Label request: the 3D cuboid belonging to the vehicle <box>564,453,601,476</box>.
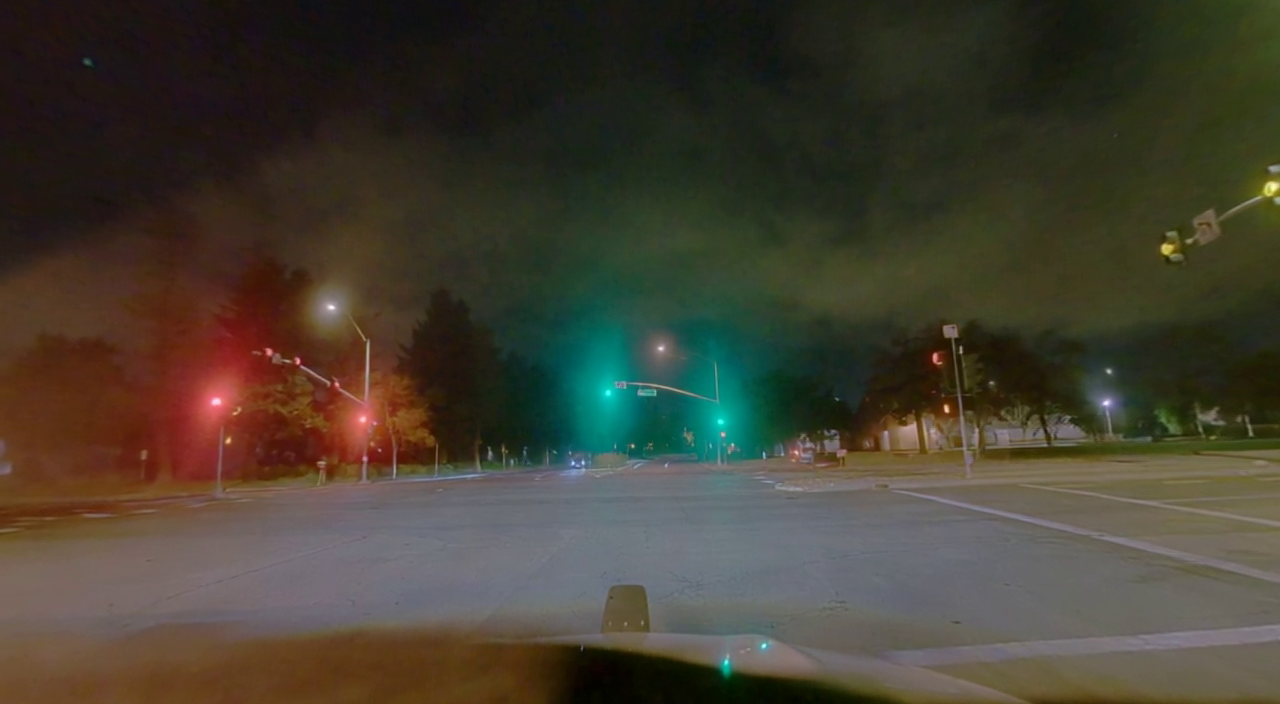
[{"bbox_3d":[-4.464,8.858,49.865,2.030,1.704,4.205,-1,-8,7],"label":"vehicle"}]
